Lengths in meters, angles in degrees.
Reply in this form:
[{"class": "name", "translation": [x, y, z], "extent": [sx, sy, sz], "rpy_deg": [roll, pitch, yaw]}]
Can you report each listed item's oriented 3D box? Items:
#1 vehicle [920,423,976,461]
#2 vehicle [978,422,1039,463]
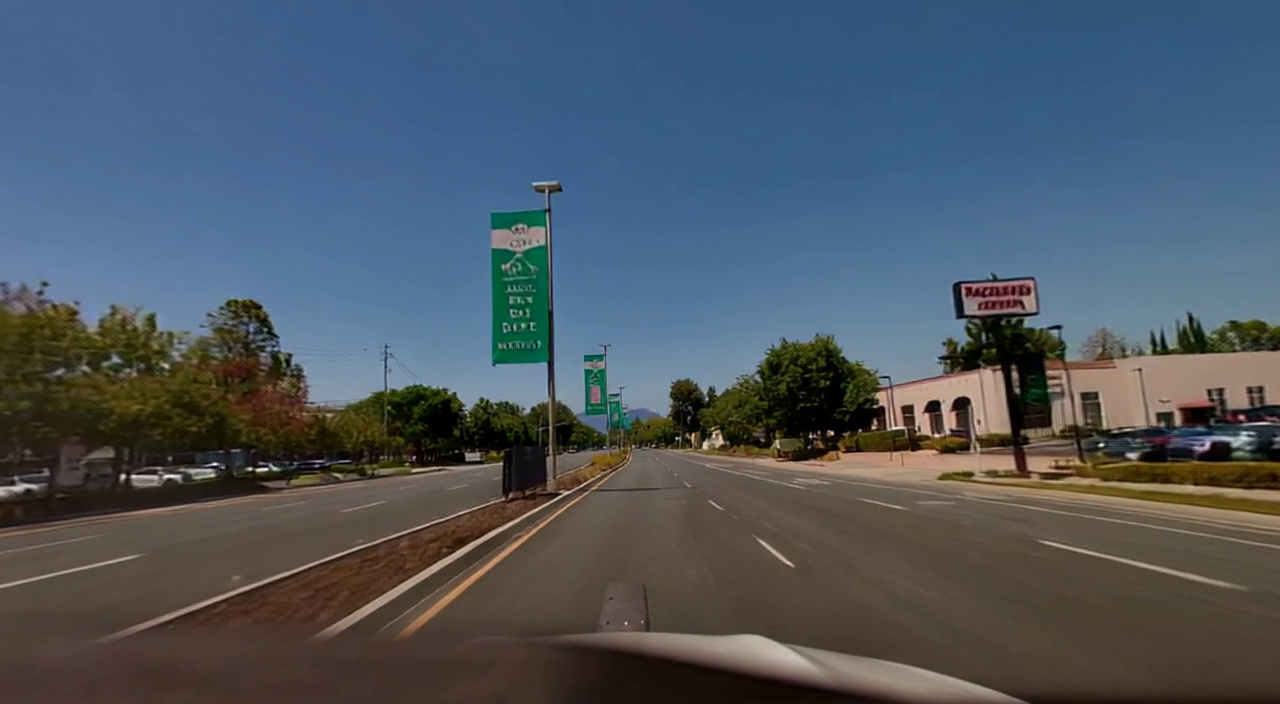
[{"class": "vehicle", "translation": [17.893, 5.277, 36.861], "extent": [2.425, 2.043, 5.455], "rpy_deg": [-4, -9, 21]}, {"class": "vehicle", "translation": [21.828, 5.299, 37.529], "extent": [2.240, 2.095, 5.149], "rpy_deg": [-6, -7, 22]}]
